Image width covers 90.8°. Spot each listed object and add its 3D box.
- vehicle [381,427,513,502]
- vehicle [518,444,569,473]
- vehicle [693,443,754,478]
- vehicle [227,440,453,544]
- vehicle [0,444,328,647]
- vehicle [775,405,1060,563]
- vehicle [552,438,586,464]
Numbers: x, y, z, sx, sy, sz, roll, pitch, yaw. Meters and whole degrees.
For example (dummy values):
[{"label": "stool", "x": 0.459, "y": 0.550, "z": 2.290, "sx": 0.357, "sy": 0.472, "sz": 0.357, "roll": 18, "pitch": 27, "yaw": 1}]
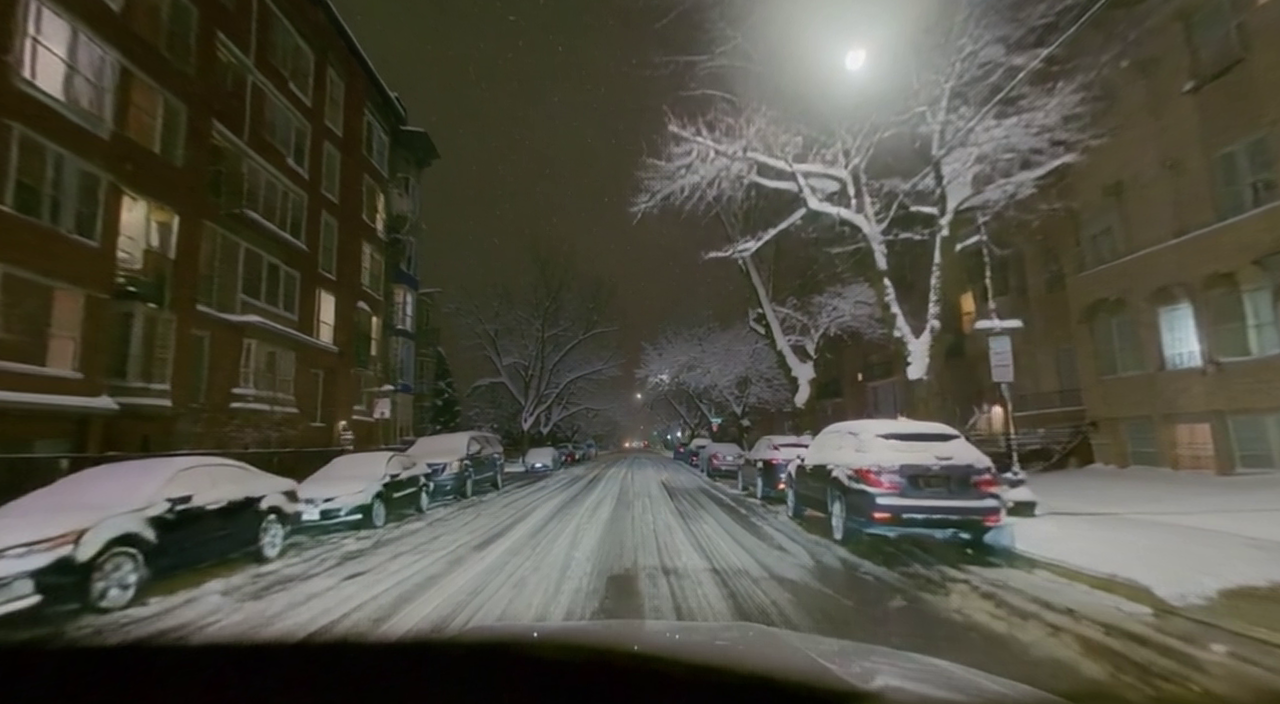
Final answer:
[{"label": "vehicle", "x": -5.257, "y": 3.157, "z": 18.107, "sx": 2.213, "sy": 1.825, "sz": 4.986, "roll": 0, "pitch": -9, "yaw": 0}, {"label": "vehicle", "x": -5.218, "y": 5.841, "z": 34.833, "sx": 2.080, "sy": 1.458, "sz": 4.511, "roll": 0, "pitch": -9, "yaw": 0}, {"label": "vehicle", "x": 3.665, "y": 4.865, "z": 28.593, "sx": 1.881, "sy": 1.460, "sz": 4.737, "roll": 1, "pitch": -9, "yaw": -3}, {"label": "vehicle", "x": -5.346, "y": 2.518, "z": 12.179, "sx": 2.026, "sy": 1.461, "sz": 4.837, "roll": -3, "pitch": -9, "yaw": 0}, {"label": "vehicle", "x": -5.404, "y": 1.759, "z": 6.820, "sx": 1.799, "sy": 1.440, "sz": 4.411, "roll": -2, "pitch": -9, "yaw": 1}, {"label": "vehicle", "x": 3.754, "y": 1.904, "z": 9.870, "sx": 2.082, "sy": 1.809, "sz": 4.998, "roll": 0, "pitch": -9, "yaw": -1}, {"label": "vehicle", "x": -5.335, "y": 7.571, "z": 48.245, "sx": 2.069, "sy": 1.881, "sz": 4.697, "roll": 0, "pitch": -9, "yaw": 0}]
